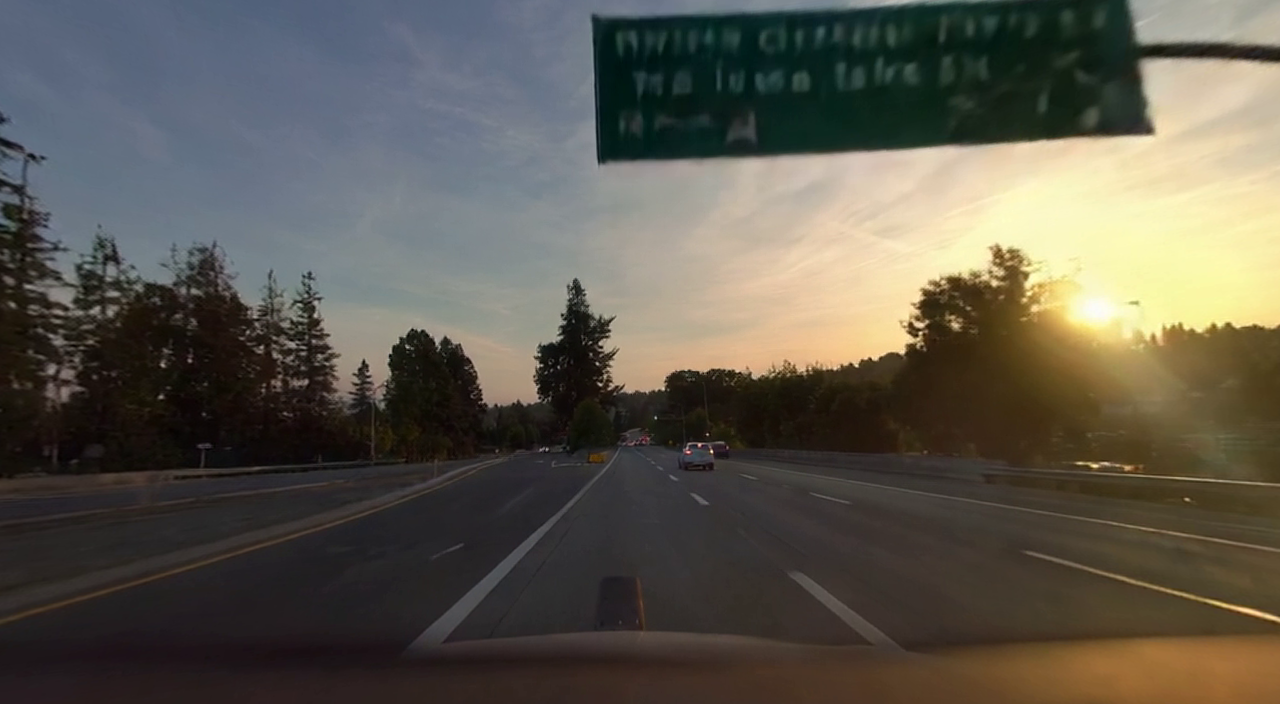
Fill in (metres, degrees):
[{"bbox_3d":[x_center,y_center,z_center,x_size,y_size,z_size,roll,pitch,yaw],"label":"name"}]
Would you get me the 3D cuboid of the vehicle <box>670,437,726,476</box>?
[{"bbox_3d":[2.652,4.944,30.068,2.066,1.683,4.675,0,-8,-2],"label":"vehicle"}]
